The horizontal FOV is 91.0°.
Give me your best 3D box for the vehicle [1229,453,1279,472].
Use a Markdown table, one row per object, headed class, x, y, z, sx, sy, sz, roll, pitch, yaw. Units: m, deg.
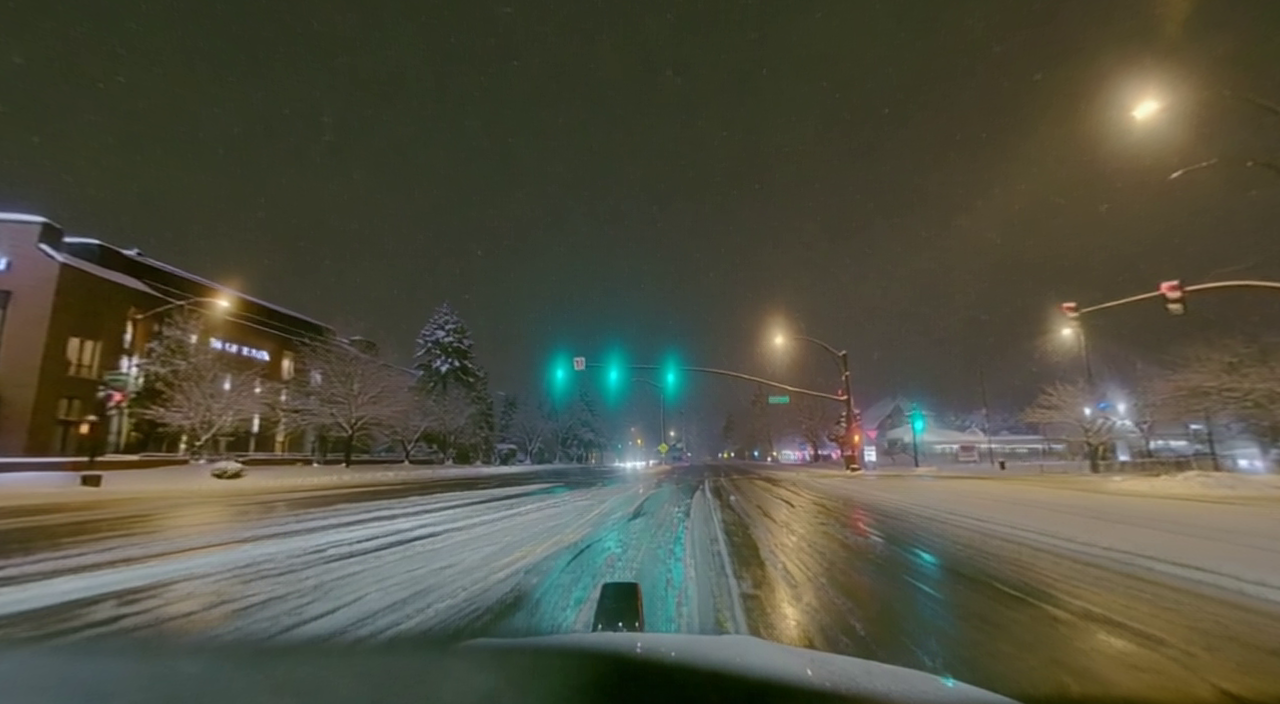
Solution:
| class | x | y | z | sx | sy | sz | roll | pitch | yaw |
| --- | --- | --- | --- | --- | --- | --- | --- | --- | --- |
| vehicle | 48.631 | 8.637 | 49.473 | 4.341 | 1.400 | 1.849 | 4 | -10 | -27 |
